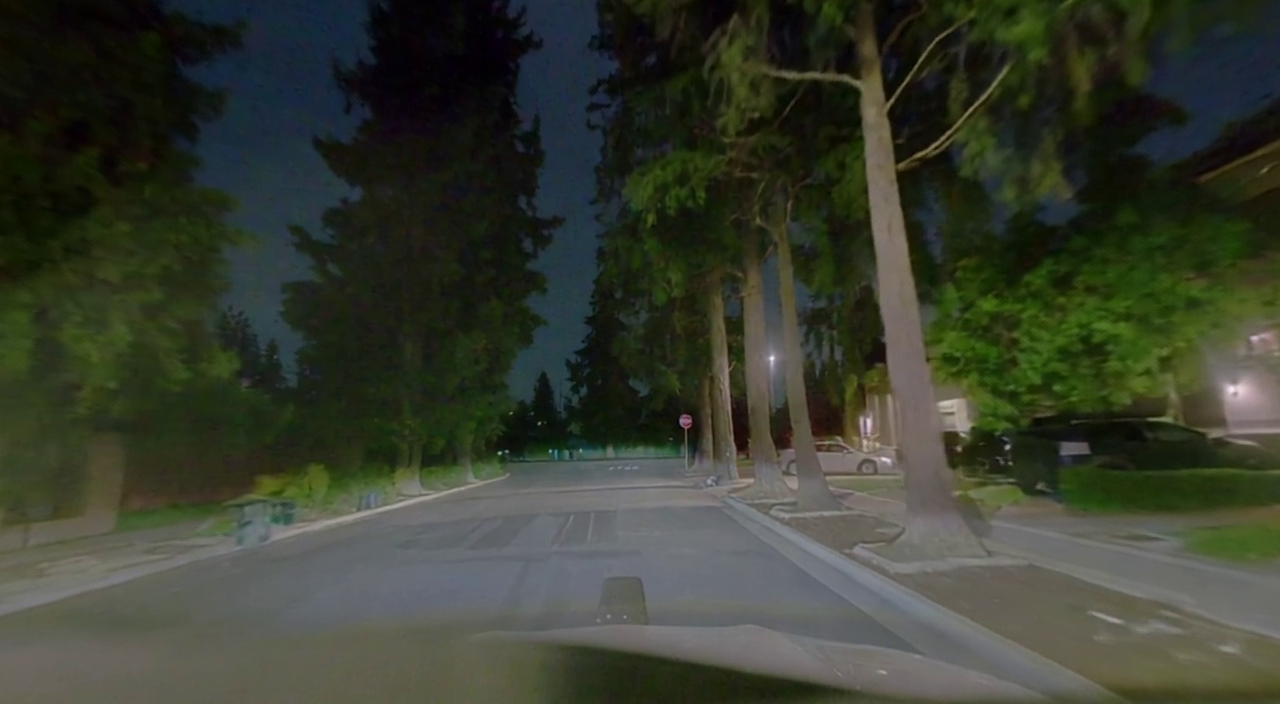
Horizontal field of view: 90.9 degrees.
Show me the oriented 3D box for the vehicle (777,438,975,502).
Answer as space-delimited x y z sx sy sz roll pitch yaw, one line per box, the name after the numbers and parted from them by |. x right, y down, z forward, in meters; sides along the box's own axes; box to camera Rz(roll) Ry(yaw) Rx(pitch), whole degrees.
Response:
5.727 2.885 15.713 4.229 1.402 1.811 1 -8 1 | vehicle

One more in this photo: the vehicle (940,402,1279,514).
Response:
9.397 2.148 12.985 5.239 1.933 2.131 -2 -9 -1 | vehicle
